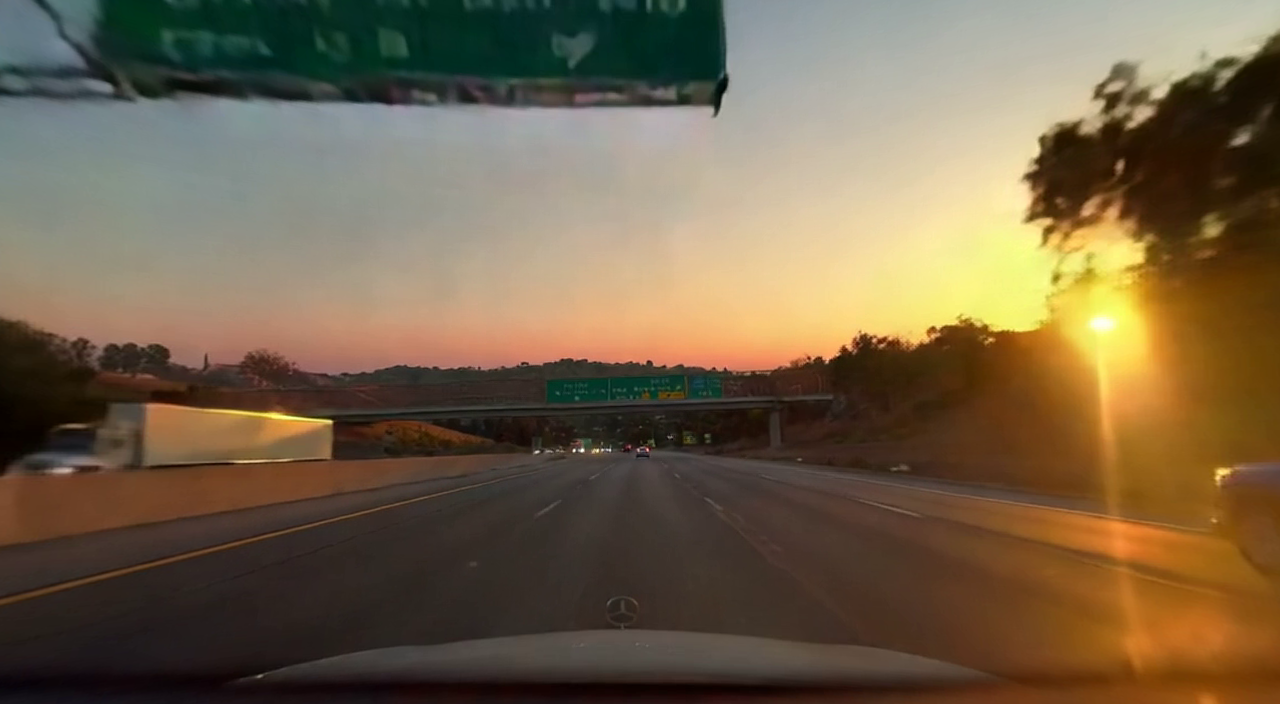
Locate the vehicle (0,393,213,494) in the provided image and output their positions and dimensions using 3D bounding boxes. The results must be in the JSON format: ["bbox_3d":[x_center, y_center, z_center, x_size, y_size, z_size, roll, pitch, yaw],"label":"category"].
[{"bbox_3d":[-25.223,4.359,29.907,3.014,4.004,9.270,0,-9,2],"label":"vehicle"}]

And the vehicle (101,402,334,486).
[{"bbox_3d":[-24.980,5.799,39.558,2.942,4.171,16.450,0,-9,1],"label":"vehicle"}]
